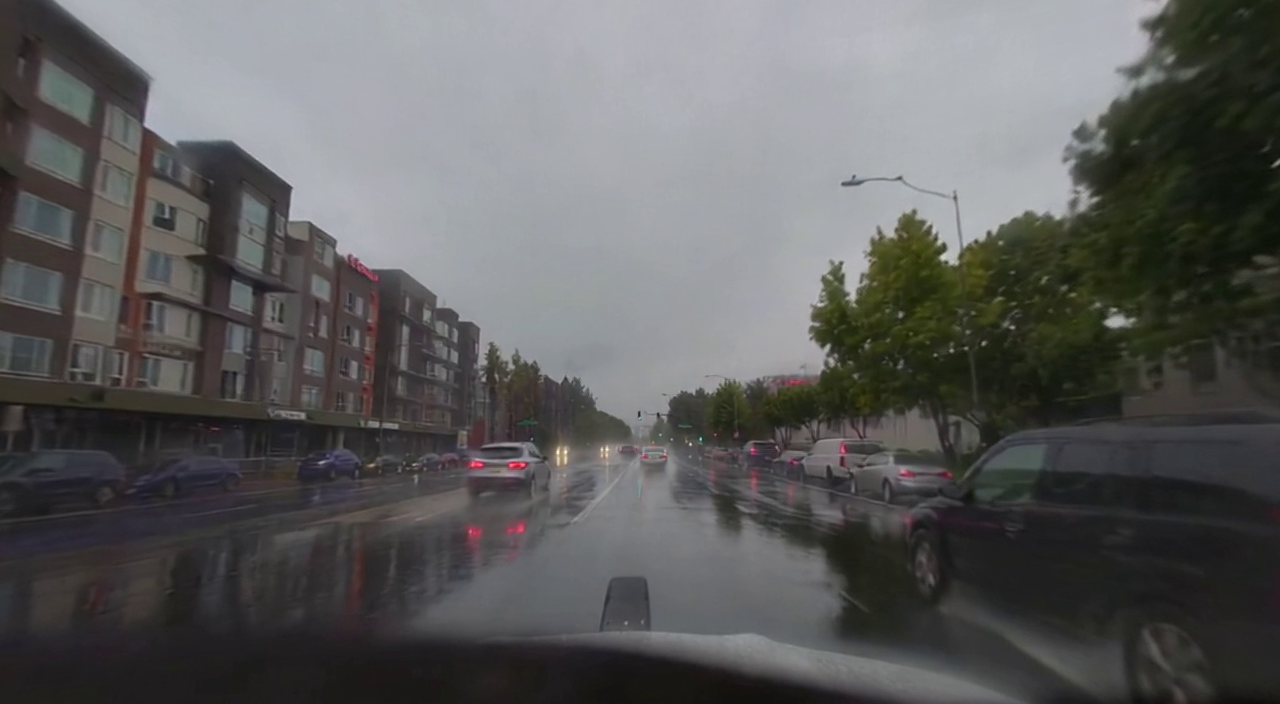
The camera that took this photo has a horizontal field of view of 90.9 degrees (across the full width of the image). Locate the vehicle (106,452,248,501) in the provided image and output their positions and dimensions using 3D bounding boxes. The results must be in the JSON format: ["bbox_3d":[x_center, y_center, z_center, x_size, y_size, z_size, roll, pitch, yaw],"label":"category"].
[{"bbox_3d":[-17.053,4.549,23.543,1.915,1.497,4.445,-2,-8,1],"label":"vehicle"}]

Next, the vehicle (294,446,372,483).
[{"bbox_3d":[-16.719,6.083,34.583,2.089,1.756,4.486,-2,-8,-1],"label":"vehicle"}]

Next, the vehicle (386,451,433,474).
[{"bbox_3d":[-16.627,7.969,45.695,1.854,1.466,4.377,-2,-8,0],"label":"vehicle"}]

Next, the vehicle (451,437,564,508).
[{"bbox_3d":[-3.111,2.914,15.729,1.860,1.510,4.073,-1,-9,1],"label":"vehicle"}]

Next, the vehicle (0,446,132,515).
[{"bbox_3d":[-17.043,3.483,17.298,2.121,1.678,4.936,-2,-8,-1],"label":"vehicle"}]

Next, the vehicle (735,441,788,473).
[{"bbox_3d":[7.312,6.406,38.563,2.207,1.789,5.099,0,-9,0],"label":"vehicle"}]

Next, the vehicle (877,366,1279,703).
[{"bbox_3d":[3.328,1.143,4.159,1.987,1.637,3.896,0,-9,0],"label":"vehicle"}]

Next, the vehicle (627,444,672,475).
[{"bbox_3d":[0.462,5.353,31.627,2.103,1.468,4.094,0,-9,1],"label":"vehicle"}]
